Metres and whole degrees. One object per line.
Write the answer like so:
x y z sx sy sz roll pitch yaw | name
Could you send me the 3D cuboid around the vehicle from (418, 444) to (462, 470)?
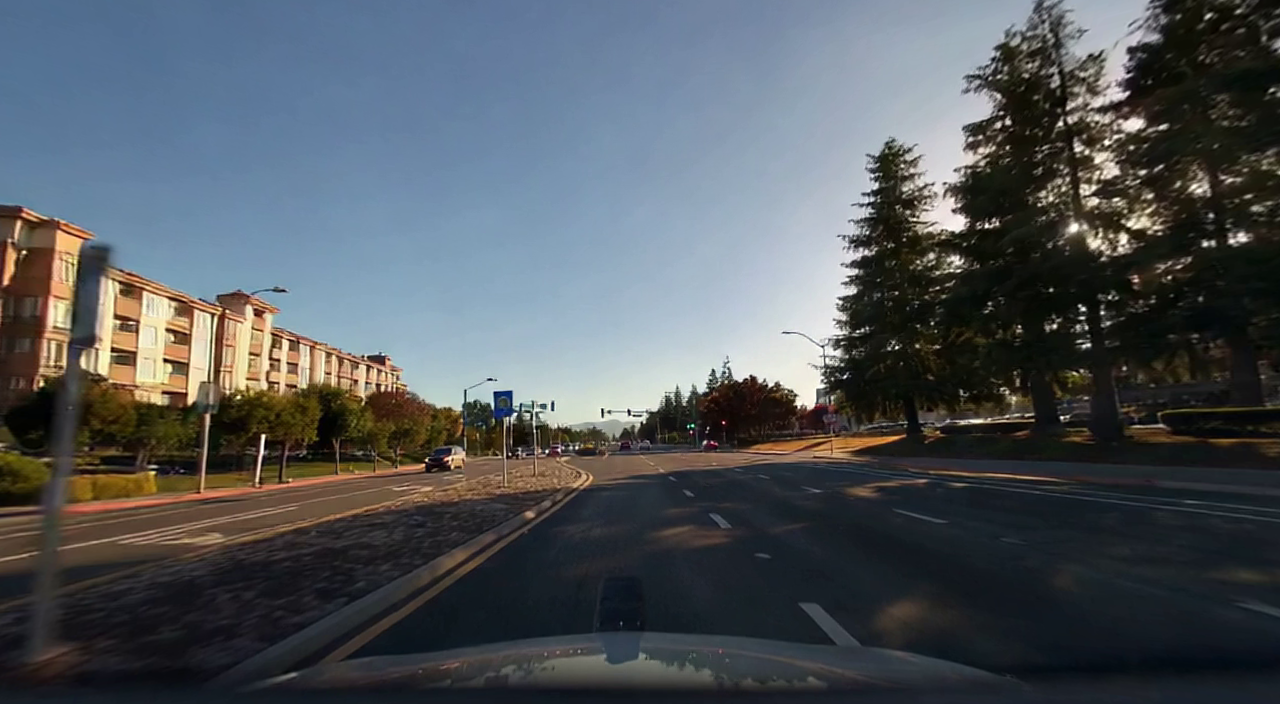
-15.370 8.095 48.777 2.038 1.857 5.078 0 -9 -4 | vehicle
